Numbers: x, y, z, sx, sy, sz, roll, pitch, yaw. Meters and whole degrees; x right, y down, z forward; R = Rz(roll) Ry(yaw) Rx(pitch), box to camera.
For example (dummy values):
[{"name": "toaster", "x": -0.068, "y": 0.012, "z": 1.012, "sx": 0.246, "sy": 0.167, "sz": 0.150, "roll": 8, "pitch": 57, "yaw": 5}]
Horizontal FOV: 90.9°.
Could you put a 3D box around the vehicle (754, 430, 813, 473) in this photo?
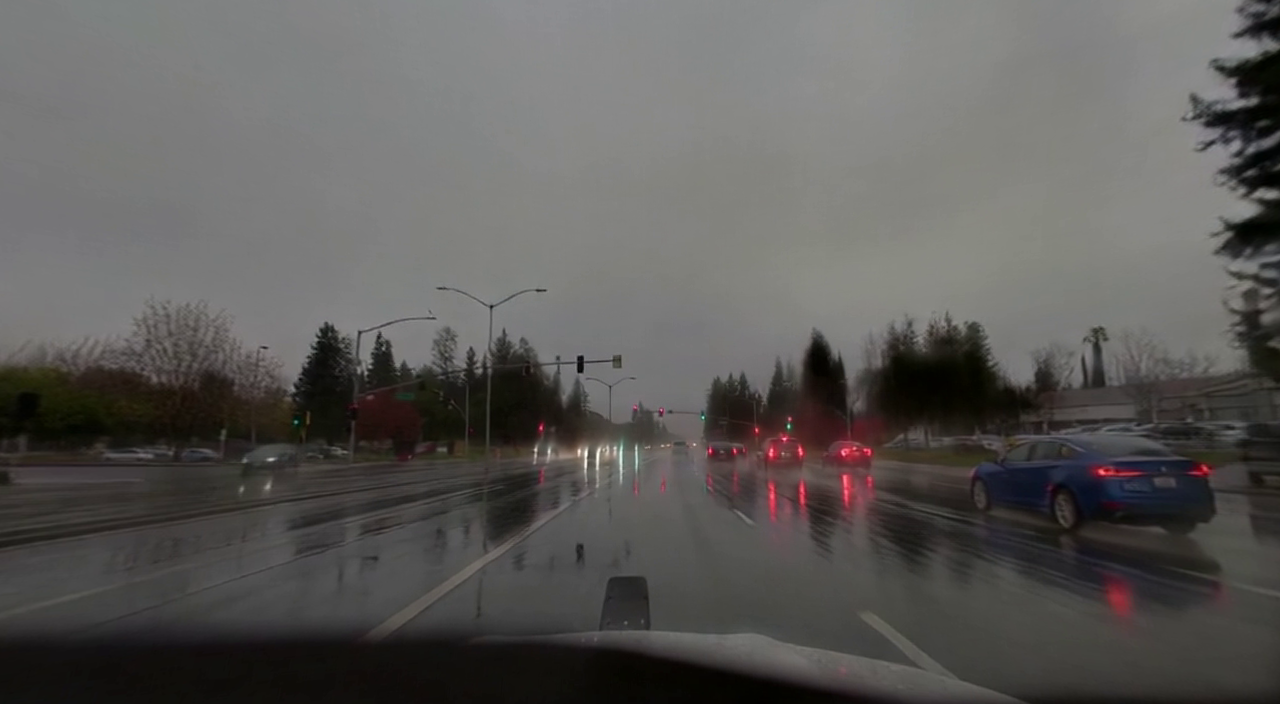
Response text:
[{"name": "vehicle", "x": 7.969, "y": 5.606, "z": 35.484, "sx": 2.186, "sy": 2.202, "sz": 5.426, "roll": 0, "pitch": -9, "yaw": 2}]

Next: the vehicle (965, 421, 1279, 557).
[{"name": "vehicle", "x": 7.412, "y": 2.011, "z": 10.075, "sx": 2.051, "sy": 1.620, "sz": 4.702, "roll": -1, "pitch": -8, "yaw": 2}]

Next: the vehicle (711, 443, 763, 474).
[{"name": "vehicle", "x": 5.138, "y": 5.718, "z": 34.056, "sx": 2.292, "sy": 1.563, "sz": 4.734, "roll": -1, "pitch": -9, "yaw": 2}]

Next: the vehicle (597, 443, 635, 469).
[{"name": "vehicle", "x": -1.485, "y": 6.732, "z": 40.887, "sx": 1.958, "sy": 1.542, "sz": 4.175, "roll": -1, "pitch": -9, "yaw": 5}]
